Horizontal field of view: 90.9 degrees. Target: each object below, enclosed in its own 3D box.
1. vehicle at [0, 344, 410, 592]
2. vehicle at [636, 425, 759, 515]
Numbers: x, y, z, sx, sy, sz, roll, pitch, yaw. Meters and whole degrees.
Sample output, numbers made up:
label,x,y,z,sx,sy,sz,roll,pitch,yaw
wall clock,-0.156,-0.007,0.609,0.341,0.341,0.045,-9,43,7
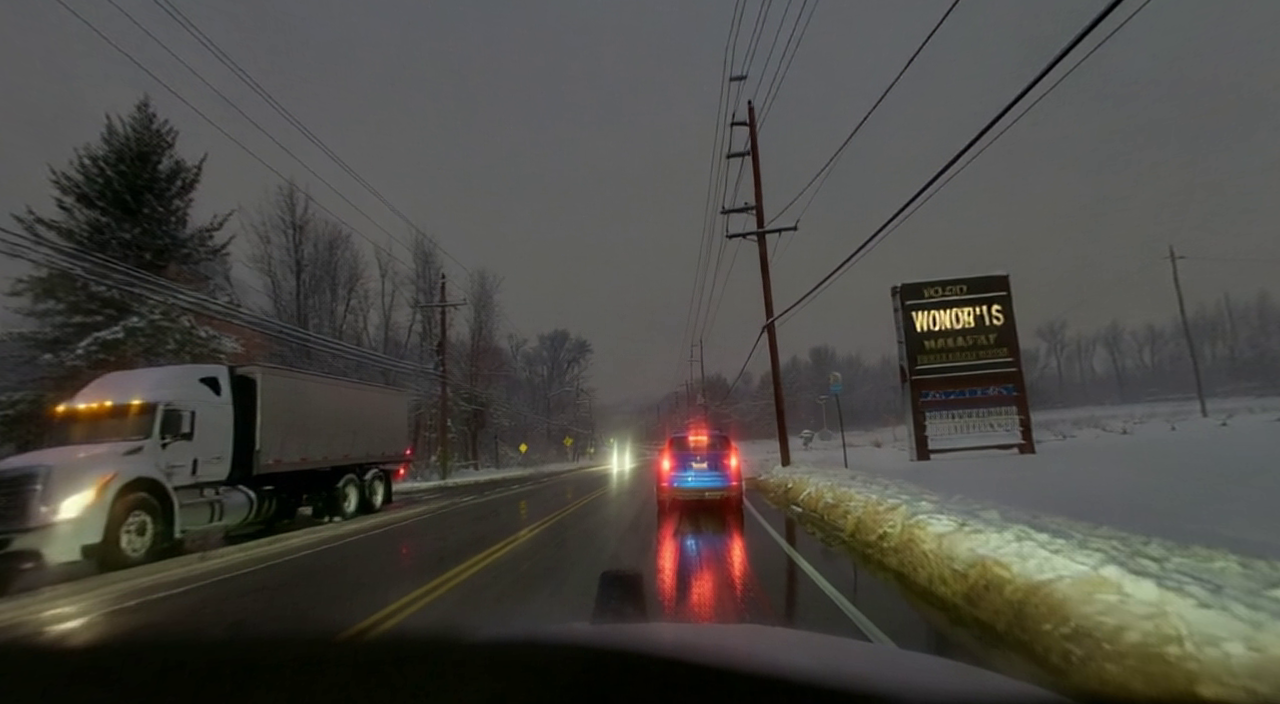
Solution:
label,x,y,z,sx,sy,sz,roll,pitch,yaw
vehicle,-8.087,1.943,12.132,3.395,3.071,7.634,-7,-6,8
vehicle,1.074,2.277,12.616,2.081,1.503,3.726,-1,-8,3
